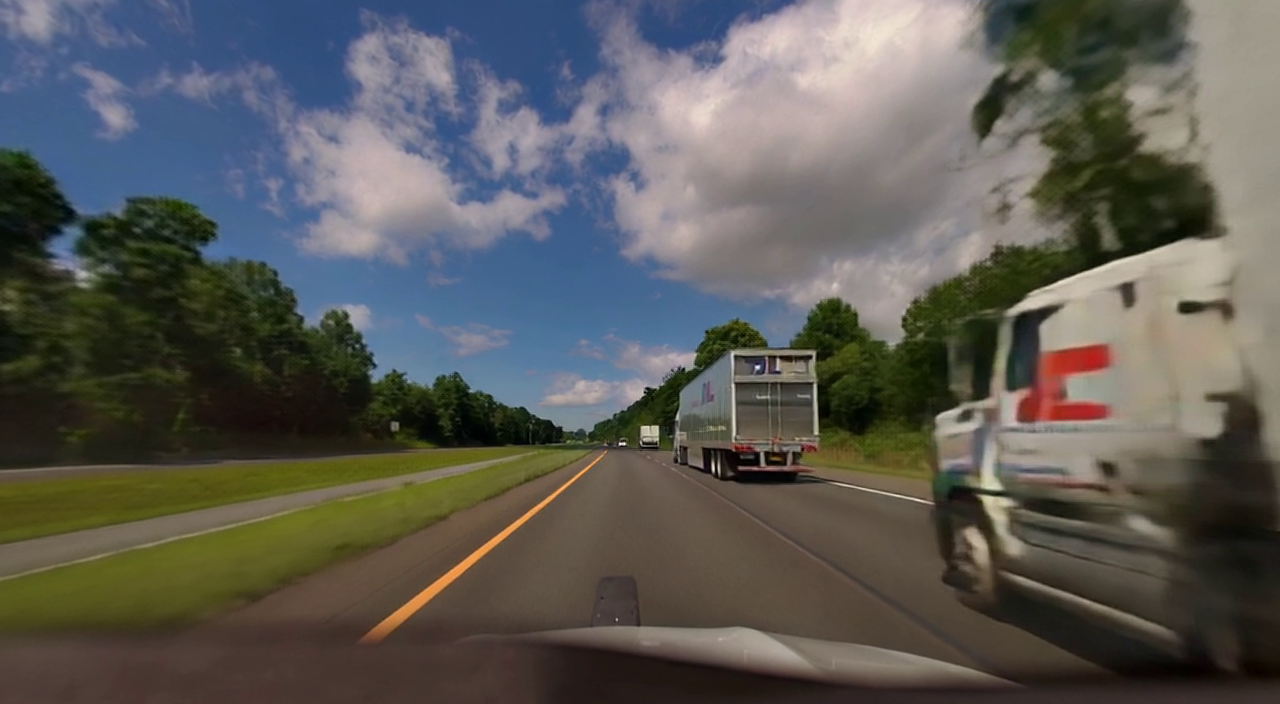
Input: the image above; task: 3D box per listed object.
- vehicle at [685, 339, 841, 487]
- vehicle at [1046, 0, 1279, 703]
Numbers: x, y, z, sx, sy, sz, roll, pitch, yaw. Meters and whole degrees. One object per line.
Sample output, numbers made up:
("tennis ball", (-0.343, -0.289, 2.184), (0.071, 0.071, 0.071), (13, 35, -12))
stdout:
("vehicle", (3.867, 2.637, 24.461), (2.871, 4.072, 14.183), (0, -8, -1))
("vehicle", (3.882, -0.578, 0.390), (3.029, 3.947, 5.924), (0, -8, -1))
